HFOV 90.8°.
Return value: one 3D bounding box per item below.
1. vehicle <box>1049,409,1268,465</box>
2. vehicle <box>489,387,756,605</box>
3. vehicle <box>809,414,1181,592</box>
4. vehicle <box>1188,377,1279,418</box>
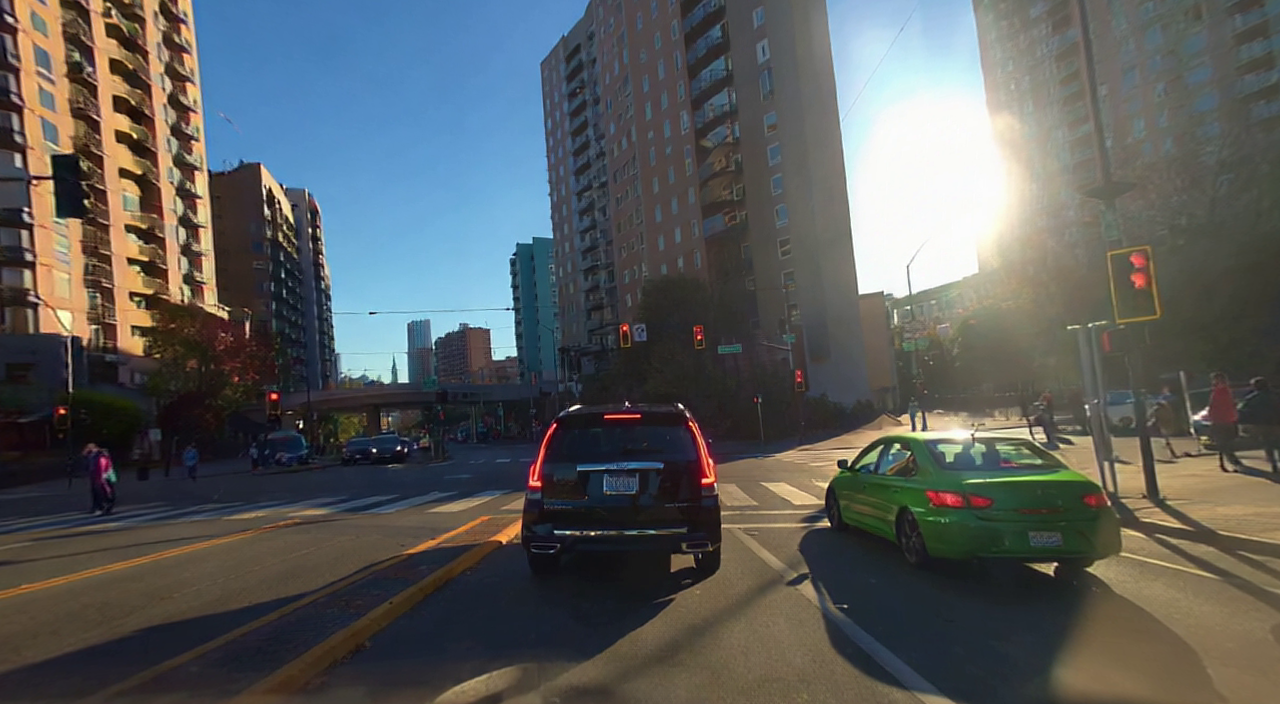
[{"bbox_3d":[14.268,2.377,17.605,4.354,1.466,1.863,-1,-8,2],"label":"vehicle"},{"bbox_3d":[-0.138,1.481,7.303,2.168,1.776,4.135,0,-8,0],"label":"vehicle"},{"bbox_3d":[3.696,1.649,7.808,1.987,1.538,4.510,0,-8,1],"label":"vehicle"},{"bbox_3d":[26.579,1.974,27.168,4.287,1.639,1.729,0,-8,1],"label":"vehicle"}]
